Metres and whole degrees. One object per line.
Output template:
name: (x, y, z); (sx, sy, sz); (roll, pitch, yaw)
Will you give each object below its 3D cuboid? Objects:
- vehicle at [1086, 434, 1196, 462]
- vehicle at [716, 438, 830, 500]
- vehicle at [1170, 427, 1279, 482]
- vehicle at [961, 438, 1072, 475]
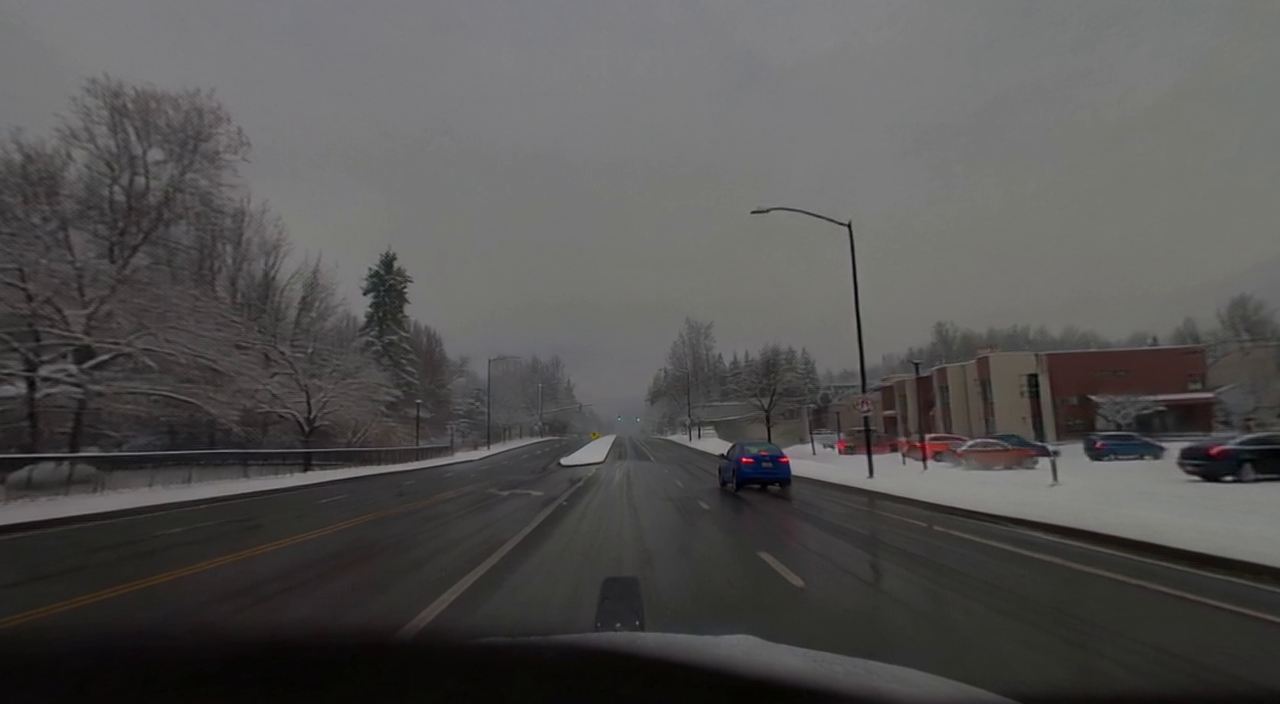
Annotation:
vehicle: (32.662, 6.295, 41.304); (5.237, 1.724, 2.398); (1, -9, -4)
vehicle: (3.526, 3.191, 17.756); (2.114, 1.493, 4.430); (0, -8, -2)
vehicle: (17.716, 2.888, 17.878); (3.622, 1.432, 2.029); (0, -8, -3)
vehicle: (19.436, 5.451, 32.765); (4.418, 1.418, 1.873); (-5, -14, -2)
